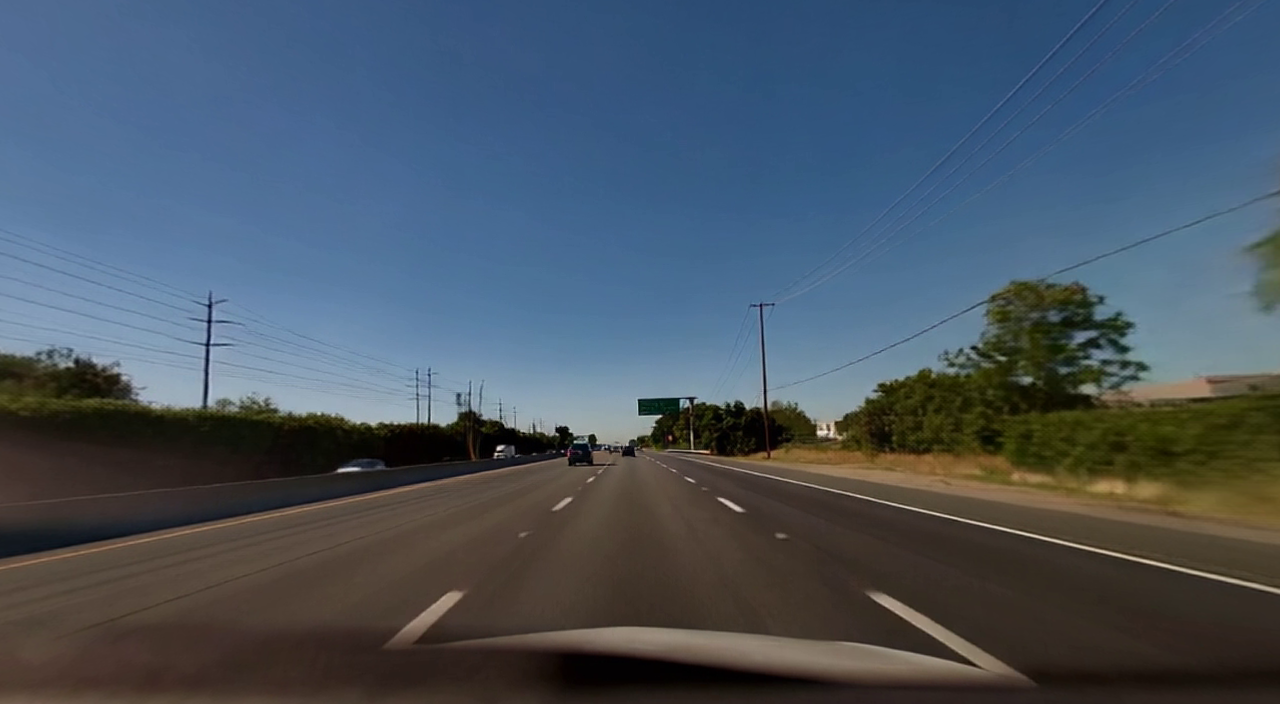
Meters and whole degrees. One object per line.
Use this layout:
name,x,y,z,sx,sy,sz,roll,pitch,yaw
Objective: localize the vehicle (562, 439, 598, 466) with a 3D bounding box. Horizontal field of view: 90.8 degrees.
vehicle,-4.385,7.443,46.947,2.130,1.823,4.761,0,-8,0
